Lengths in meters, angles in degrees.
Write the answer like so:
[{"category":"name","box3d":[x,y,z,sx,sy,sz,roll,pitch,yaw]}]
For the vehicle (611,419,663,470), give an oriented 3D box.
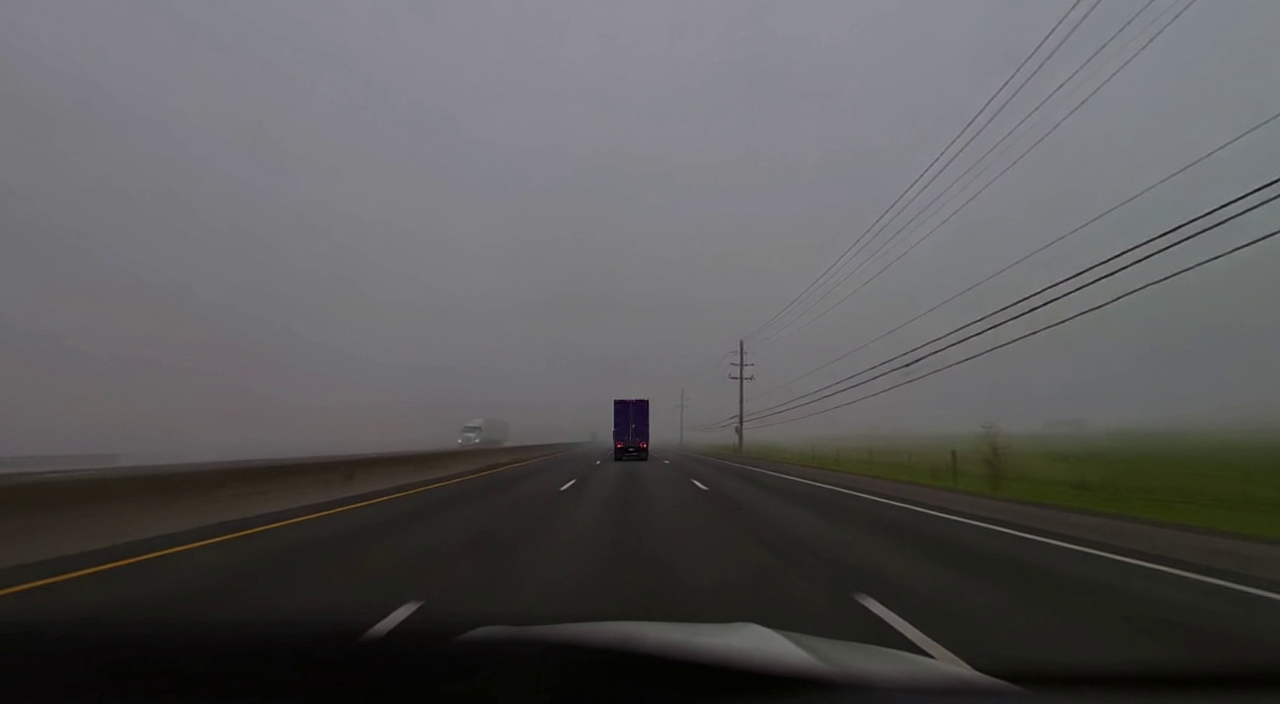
[{"category":"vehicle","box3d":[-0.210,4.268,29.128,2.240,2.129,4.480,0,-8,-2]}]
